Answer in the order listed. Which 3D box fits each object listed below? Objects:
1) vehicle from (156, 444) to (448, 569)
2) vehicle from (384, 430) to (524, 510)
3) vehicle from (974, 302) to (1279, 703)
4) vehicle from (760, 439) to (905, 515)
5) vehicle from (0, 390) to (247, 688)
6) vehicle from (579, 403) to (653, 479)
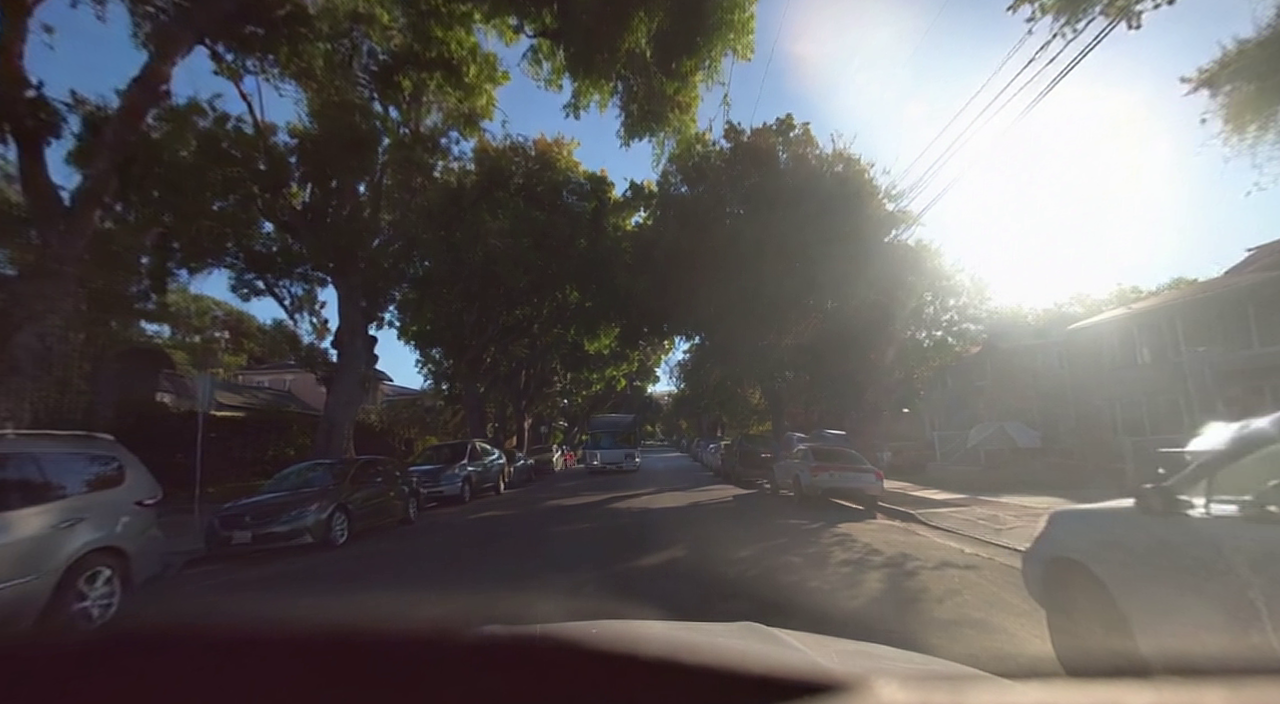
[{"bbox_3d":[-4.801,2.204,10.018,1.861,1.474,4.749,0,-8,2],"label":"vehicle"},{"bbox_3d":[-4.743,3.078,17.113,2.002,1.781,5.380,0,-8,2],"label":"vehicle"},{"bbox_3d":[3.492,0.723,2.041,2.182,1.900,4.779,0,-8,0],"label":"vehicle"},{"bbox_3d":[4.171,2.752,14.522,1.813,1.468,4.267,0,-8,-3],"label":"vehicle"},{"bbox_3d":[-5.038,1.136,3.780,2.203,1.815,4.972,0,-8,-1],"label":"vehicle"},{"bbox_3d":[-0.884,3.933,27.907,2.716,2.887,6.781,0,-8,2],"label":"vehicle"}]
